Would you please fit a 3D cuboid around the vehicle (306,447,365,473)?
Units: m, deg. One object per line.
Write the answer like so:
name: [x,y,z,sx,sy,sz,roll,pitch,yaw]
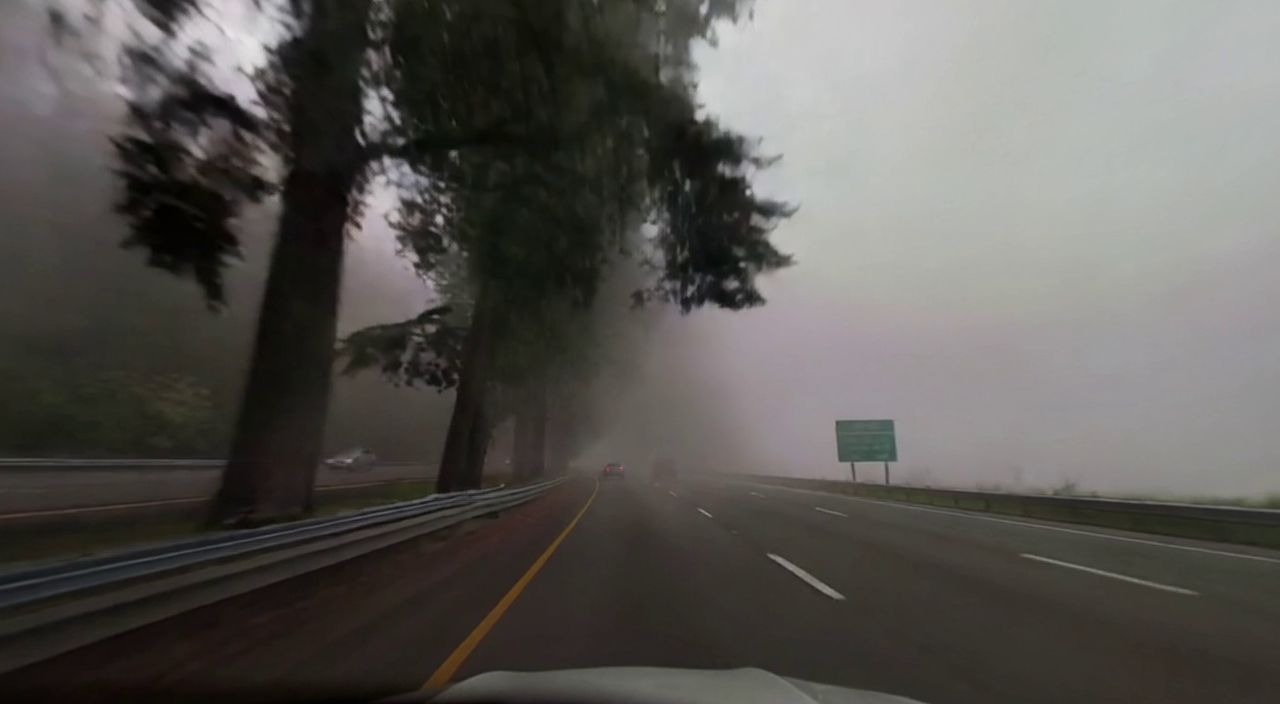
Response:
vehicle: [-20.354,7.284,42.316,1.854,1.612,4.176,1,-10,-1]
